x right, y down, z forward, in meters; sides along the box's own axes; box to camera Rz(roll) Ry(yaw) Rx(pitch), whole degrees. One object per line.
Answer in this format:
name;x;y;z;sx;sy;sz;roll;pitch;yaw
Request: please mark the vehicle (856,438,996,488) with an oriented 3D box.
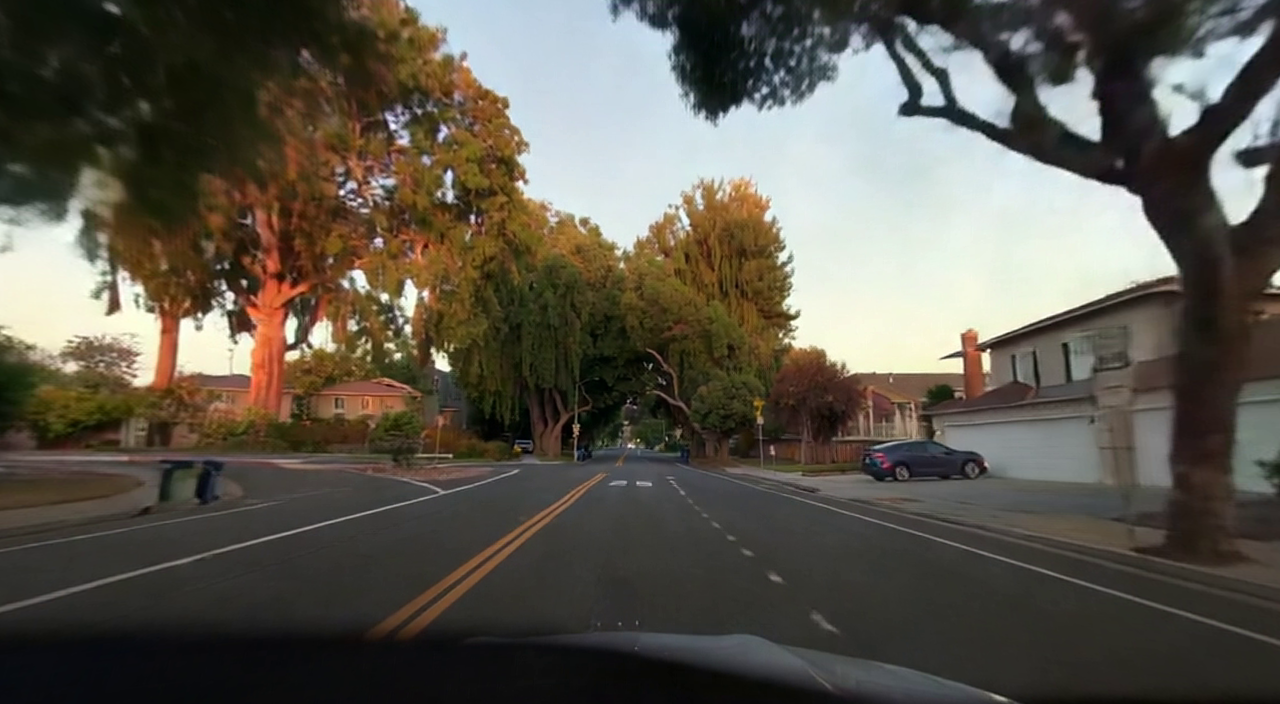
vehicle;10.962;4.260;24.493;4.453;1.590;1.861;-3;-6;2
